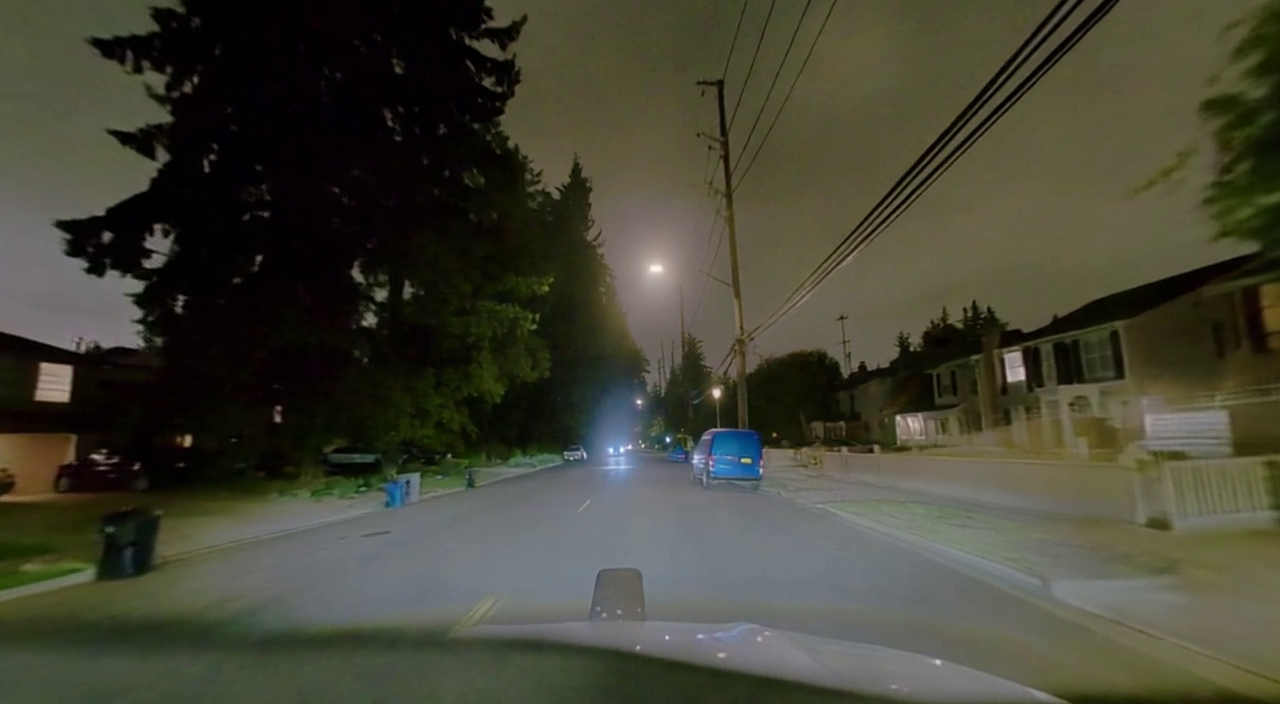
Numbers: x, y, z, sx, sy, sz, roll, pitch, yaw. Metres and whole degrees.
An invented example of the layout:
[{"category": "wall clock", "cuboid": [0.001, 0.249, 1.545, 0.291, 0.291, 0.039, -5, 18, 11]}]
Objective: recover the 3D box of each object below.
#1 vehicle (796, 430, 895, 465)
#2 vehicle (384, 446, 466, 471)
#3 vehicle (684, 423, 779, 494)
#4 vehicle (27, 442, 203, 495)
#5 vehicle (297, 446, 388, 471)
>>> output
[{"category": "vehicle", "cuboid": [10.965, 5.127, 33.872, 4.602, 1.799, 1.859, 0, -9, -1]}, {"category": "vehicle", "cuboid": [-13.341, 6.595, 39.371, 4.443, 1.475, 1.932, 0, -9, -2]}, {"category": "vehicle", "cuboid": [2.900, 3.552, 21.372, 2.311, 2.069, 5.156, 0, -9, -1]}, {"category": "vehicle", "cuboid": [-18.480, 4.093, 22.413, 4.414, 1.731, 2.008, -1, -8, 0]}, {"category": "vehicle", "cuboid": [-18.355, 6.588, 39.134, 4.615, 1.482, 2.073, 0, -8, 0]}]
